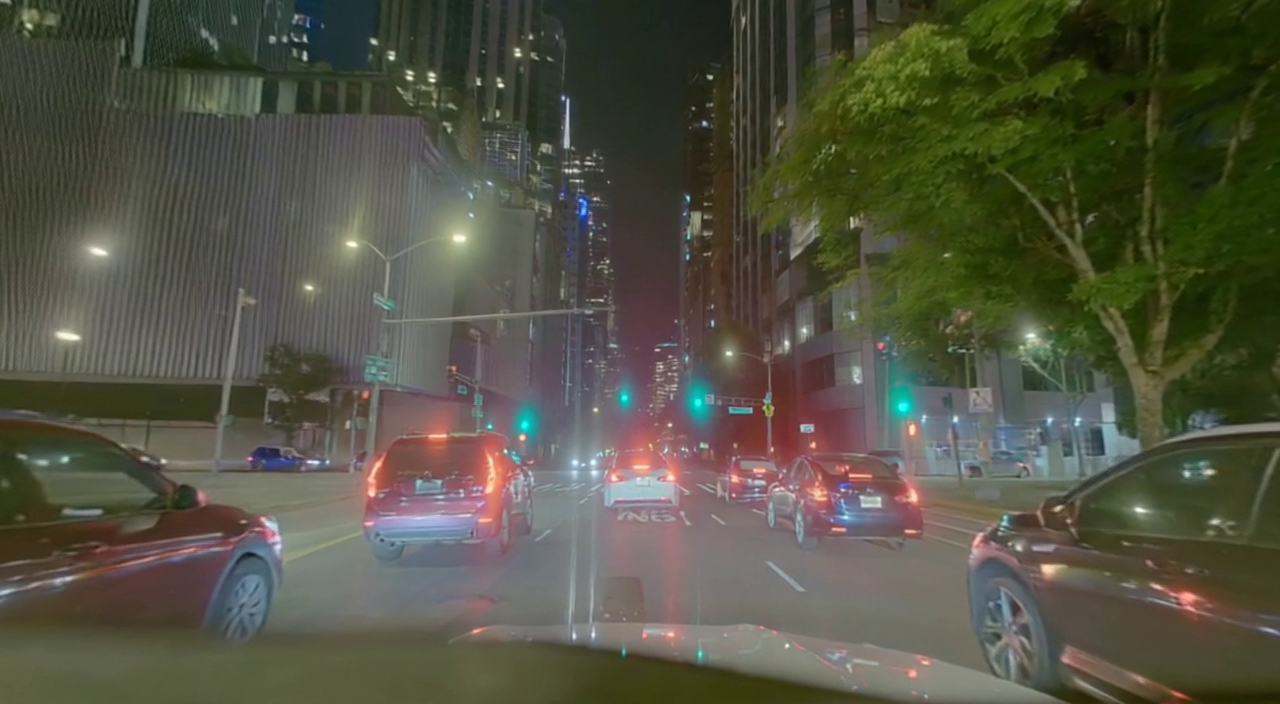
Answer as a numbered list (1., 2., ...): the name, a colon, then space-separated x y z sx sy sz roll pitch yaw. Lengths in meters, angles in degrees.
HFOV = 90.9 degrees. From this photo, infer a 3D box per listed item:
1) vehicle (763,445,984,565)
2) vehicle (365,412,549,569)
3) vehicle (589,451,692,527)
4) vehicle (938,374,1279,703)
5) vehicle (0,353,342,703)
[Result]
1. vehicle: 3.501 2.349 10.560 1.973 1.537 4.533 0 -9 0
2. vehicle: -2.675 2.093 10.191 1.683 2.039 3.703 0 -9 3
3. vehicle: 0.010 2.996 14.360 2.031 1.461 3.763 0 -9 0
4. vehicle: 3.296 0.948 2.487 2.179 1.631 4.173 0 -9 0
5. vehicle: -3.391 0.969 2.837 2.046 1.744 4.407 0 -9 -2
